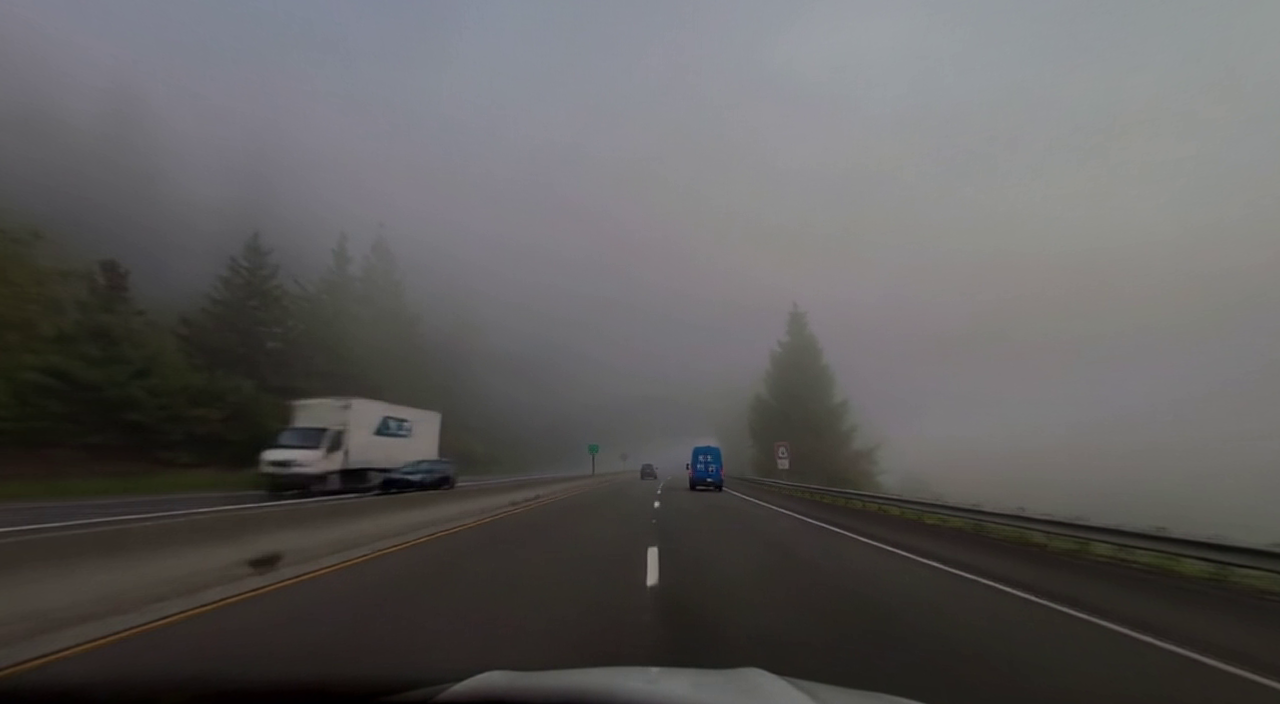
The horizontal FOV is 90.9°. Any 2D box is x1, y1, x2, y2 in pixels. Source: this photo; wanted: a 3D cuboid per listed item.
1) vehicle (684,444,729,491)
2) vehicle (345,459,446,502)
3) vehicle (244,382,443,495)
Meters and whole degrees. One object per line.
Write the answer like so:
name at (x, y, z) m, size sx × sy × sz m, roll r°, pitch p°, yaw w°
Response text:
vehicle at (4.013, 7.173, 39.096) m, size 2.366 × 2.595 × 5.793 m, roll 0°, pitch -11°, yaw 2°
vehicle at (-9.239, 4.897, 24.185) m, size 2.075 × 1.468 × 4.118 m, roll 0°, pitch -11°, yaw 2°
vehicle at (-13.603, 4.547, 31.087) m, size 3.066 × 4.409 × 12.568 m, roll 0°, pitch -11°, yaw 3°
